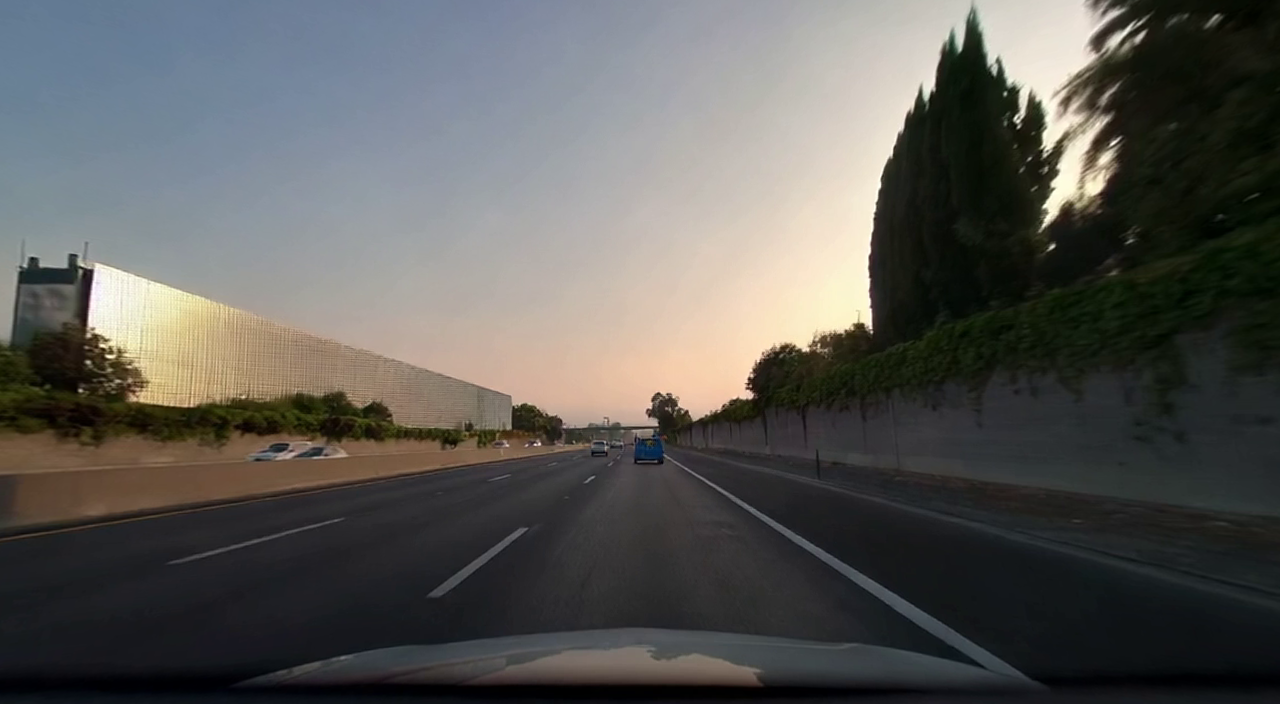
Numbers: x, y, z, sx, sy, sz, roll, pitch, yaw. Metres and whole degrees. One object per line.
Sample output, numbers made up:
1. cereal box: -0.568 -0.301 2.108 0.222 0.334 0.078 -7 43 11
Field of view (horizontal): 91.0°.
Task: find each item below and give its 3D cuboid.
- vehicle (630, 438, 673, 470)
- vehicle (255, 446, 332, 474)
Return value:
1. vehicle: 0.514 5.056 31.316 1.997 1.484 3.409 0 -8 -2
2. vehicle: -18.471 5.766 33.769 1.838 1.391 3.939 0 -8 0
